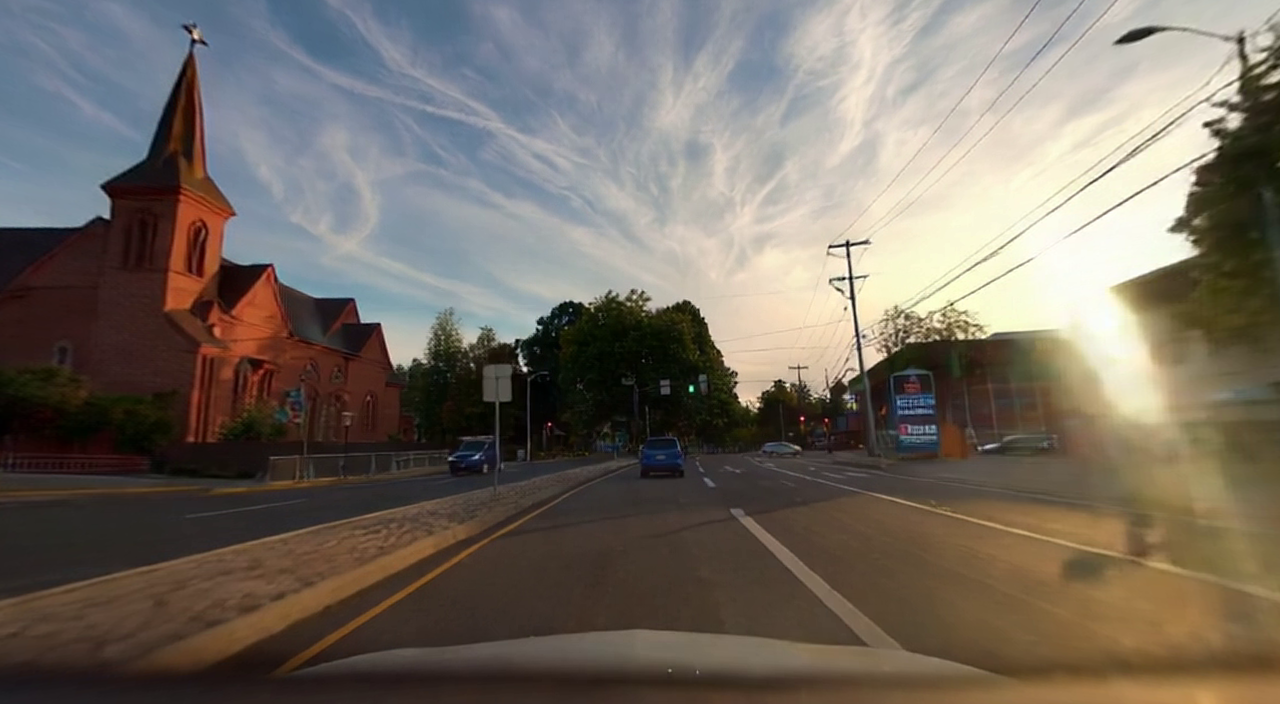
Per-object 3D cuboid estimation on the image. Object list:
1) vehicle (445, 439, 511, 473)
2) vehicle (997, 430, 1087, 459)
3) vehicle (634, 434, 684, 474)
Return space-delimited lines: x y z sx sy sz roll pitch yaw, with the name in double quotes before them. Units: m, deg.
"vehicle" -9.529 6.141 37.610 2.159 1.850 4.944 -2 -8 6
"vehicle" 25.880 5.968 40.768 4.510 1.733 2.066 0 -8 -9
"vehicle" 0.876 4.498 28.119 2.032 1.621 4.082 -1 -8 3
